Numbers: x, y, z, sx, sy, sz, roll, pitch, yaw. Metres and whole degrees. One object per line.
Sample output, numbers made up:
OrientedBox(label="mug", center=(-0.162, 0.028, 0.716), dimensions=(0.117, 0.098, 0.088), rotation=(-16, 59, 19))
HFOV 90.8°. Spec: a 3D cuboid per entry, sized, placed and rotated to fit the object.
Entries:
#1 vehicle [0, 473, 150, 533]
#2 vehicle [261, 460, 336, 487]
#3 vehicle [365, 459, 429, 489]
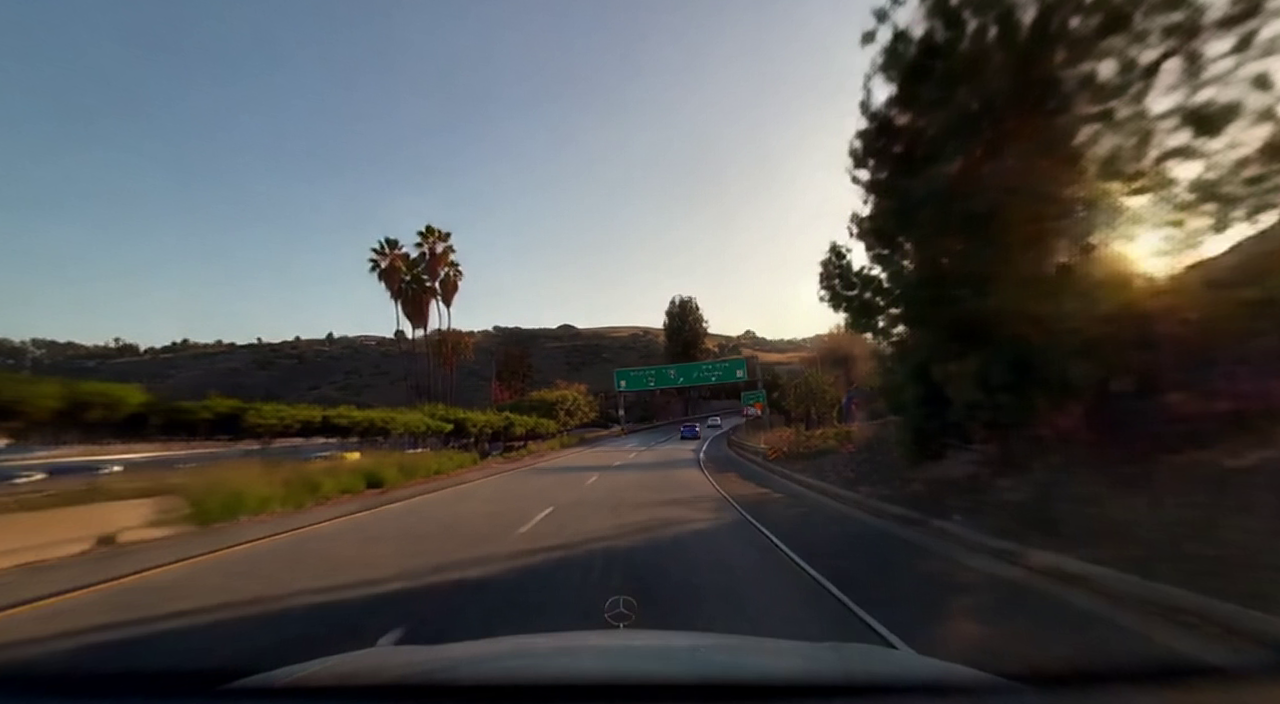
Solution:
OrientedBox(label="vehicle", center=(-20.060, 5.218, 22.289), dimensions=(1.956, 1.716, 4.330), rotation=(-1, -9, 2))
OrientedBox(label="vehicle", center=(-24.695, 8.785, 46.008), dimensions=(2.281, 1.759, 5.531), rotation=(0, -8, 1))
OrientedBox(label="vehicle", center=(-15.694, 7.887, 41.144), dimensions=(2.227, 1.760, 4.507), rotation=(-1, -8, 2))
